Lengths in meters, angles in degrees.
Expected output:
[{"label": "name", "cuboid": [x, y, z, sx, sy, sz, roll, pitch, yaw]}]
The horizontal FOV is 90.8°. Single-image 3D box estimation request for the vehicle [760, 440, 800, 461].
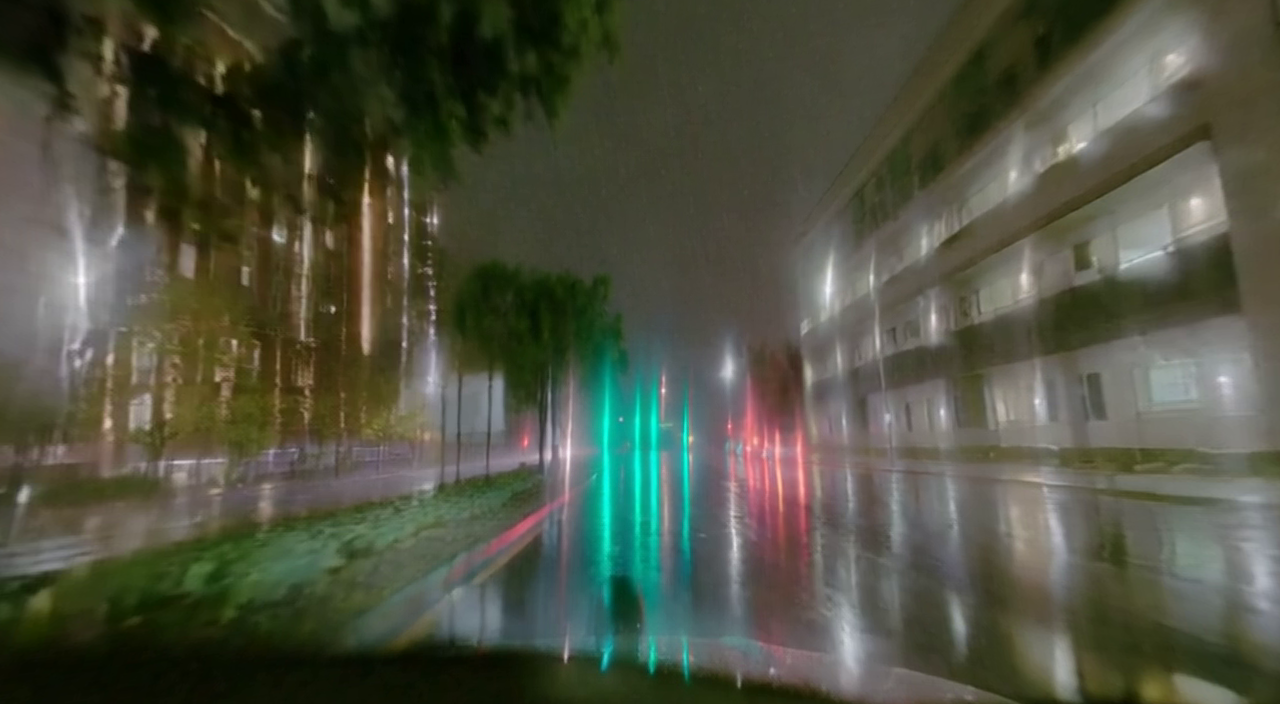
[{"label": "vehicle", "cuboid": [10.329, 7.316, 46.947, 1.956, 1.462, 4.306, 0, -9, -1]}]
